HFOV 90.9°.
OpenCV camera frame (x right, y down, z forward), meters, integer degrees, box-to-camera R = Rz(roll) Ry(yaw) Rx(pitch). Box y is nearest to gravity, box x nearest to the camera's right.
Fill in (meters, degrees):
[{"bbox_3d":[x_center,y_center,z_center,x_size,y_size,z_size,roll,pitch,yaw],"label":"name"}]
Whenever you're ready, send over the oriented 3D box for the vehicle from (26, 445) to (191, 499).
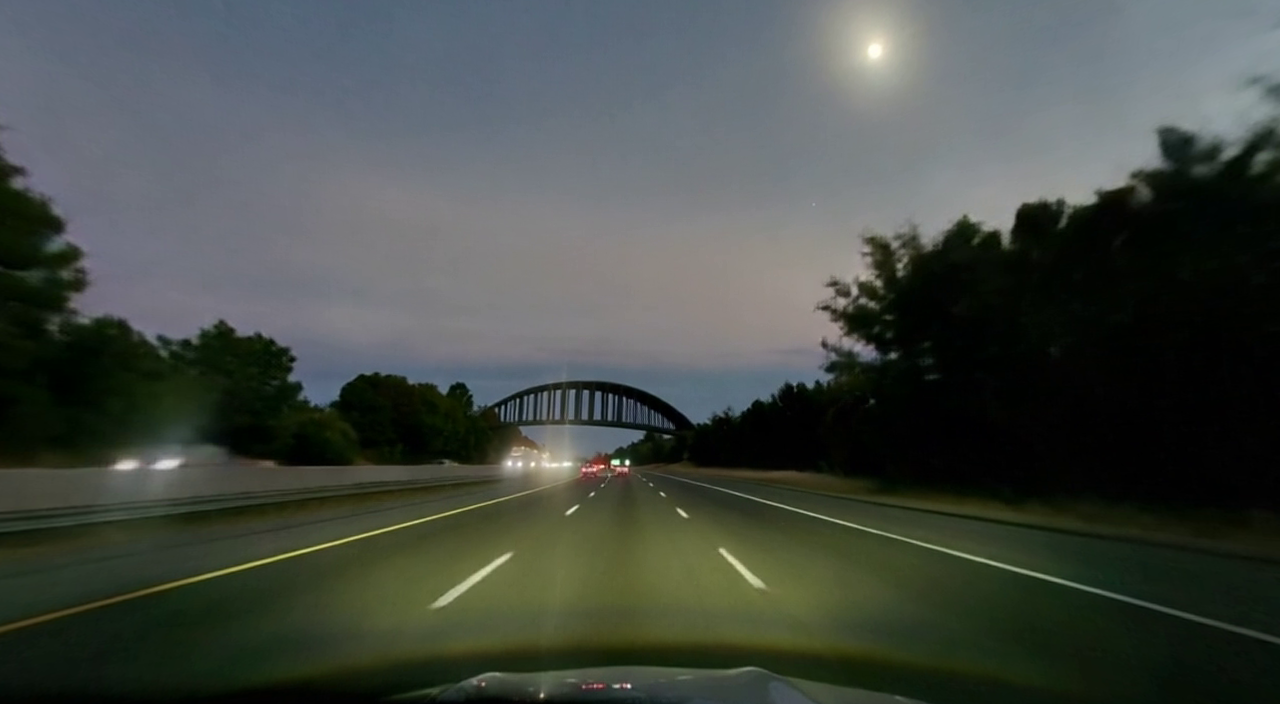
[{"bbox_3d":[-16.160,3.682,19.456,1.868,1.456,3.665,1,-10,-1],"label":"vehicle"}]
